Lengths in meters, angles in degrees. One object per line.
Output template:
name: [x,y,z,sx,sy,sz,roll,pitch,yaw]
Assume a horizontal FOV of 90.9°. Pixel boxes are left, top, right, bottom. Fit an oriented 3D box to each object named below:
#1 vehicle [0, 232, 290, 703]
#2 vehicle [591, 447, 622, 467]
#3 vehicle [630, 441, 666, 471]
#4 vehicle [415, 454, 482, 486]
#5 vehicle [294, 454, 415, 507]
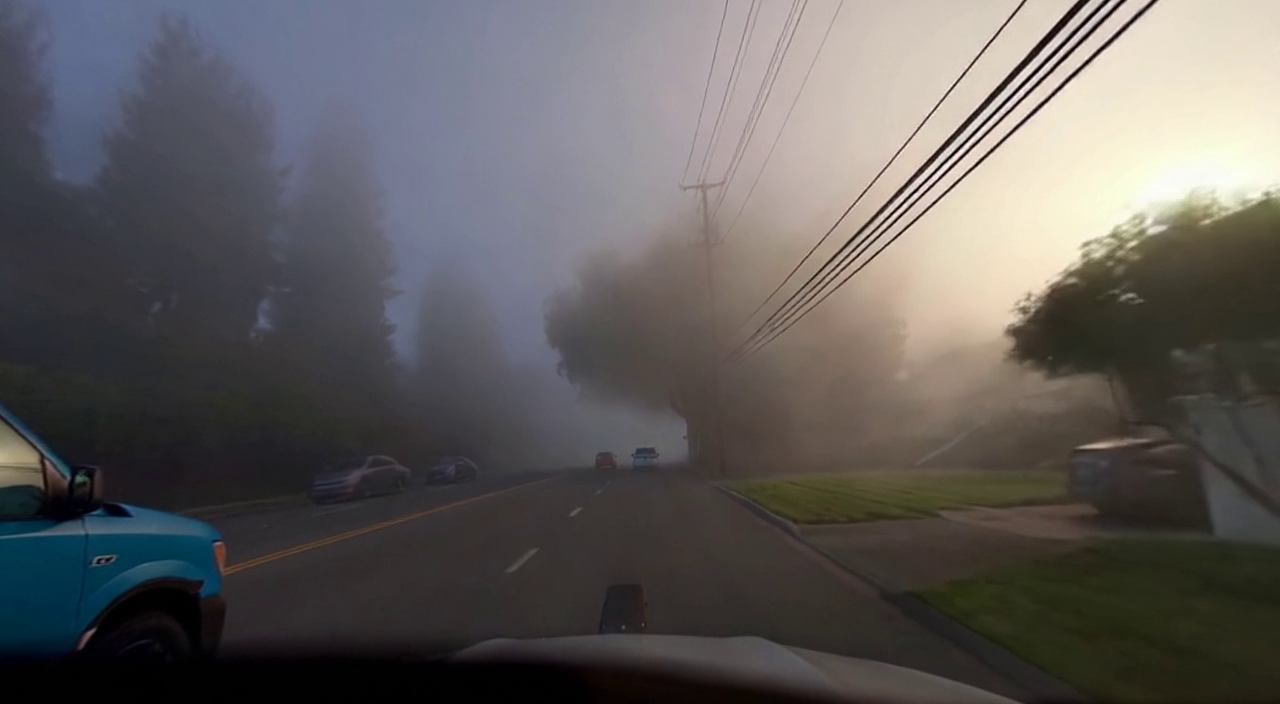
vehicle: [-3.512,0.471,1.105,2.336,2.152,5.866,0,-9,1]
vehicle: [-2.567,8.198,49.307,1.968,1.472,4.489,0,-9,2]
vehicle: [0.492,6.489,39.529,2.120,1.718,3.909,0,-9,1]
vehicle: [-9.786,6.066,32.650,2.005,1.471,4.330,-1,-9,2]
vehicle: [-9.714,4.373,21.933,2.068,1.480,4.641,-3,-9,0]
